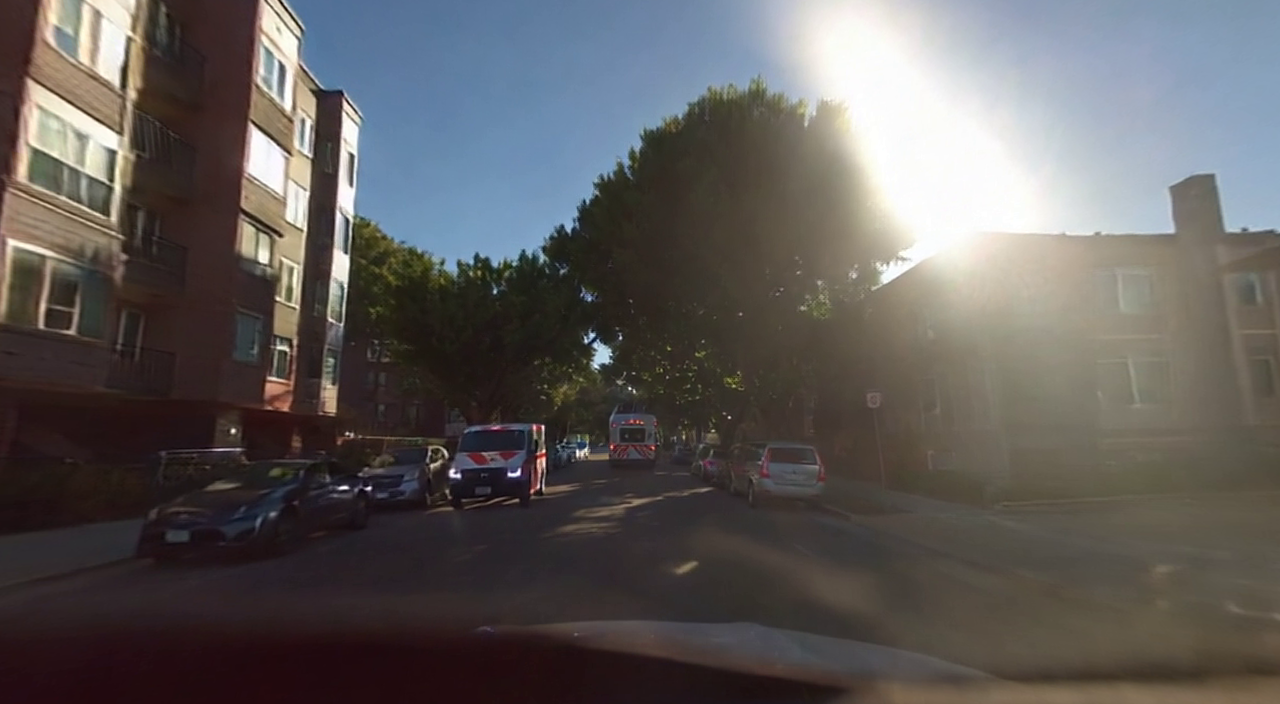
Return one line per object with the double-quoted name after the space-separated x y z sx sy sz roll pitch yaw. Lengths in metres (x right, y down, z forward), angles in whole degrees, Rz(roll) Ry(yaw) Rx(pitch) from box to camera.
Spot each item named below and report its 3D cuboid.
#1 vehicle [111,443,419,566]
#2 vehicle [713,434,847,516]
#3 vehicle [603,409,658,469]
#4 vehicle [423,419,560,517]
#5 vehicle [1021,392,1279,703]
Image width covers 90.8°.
-5.379 2.191 10.043 2.047 1.471 4.647 0 -8 0 "vehicle"
3.172 2.862 15.299 2.035 1.549 4.373 4 -8 -3 "vehicle"
-0.624 4.971 35.841 2.754 3.008 7.730 0 -8 -2 "vehicle"
-3.068 2.486 14.045 2.029 1.802 4.229 0 -8 0 "vehicle"
3.290 0.812 1.173 2.155 1.553 4.738 3 -9 -1 "vehicle"
